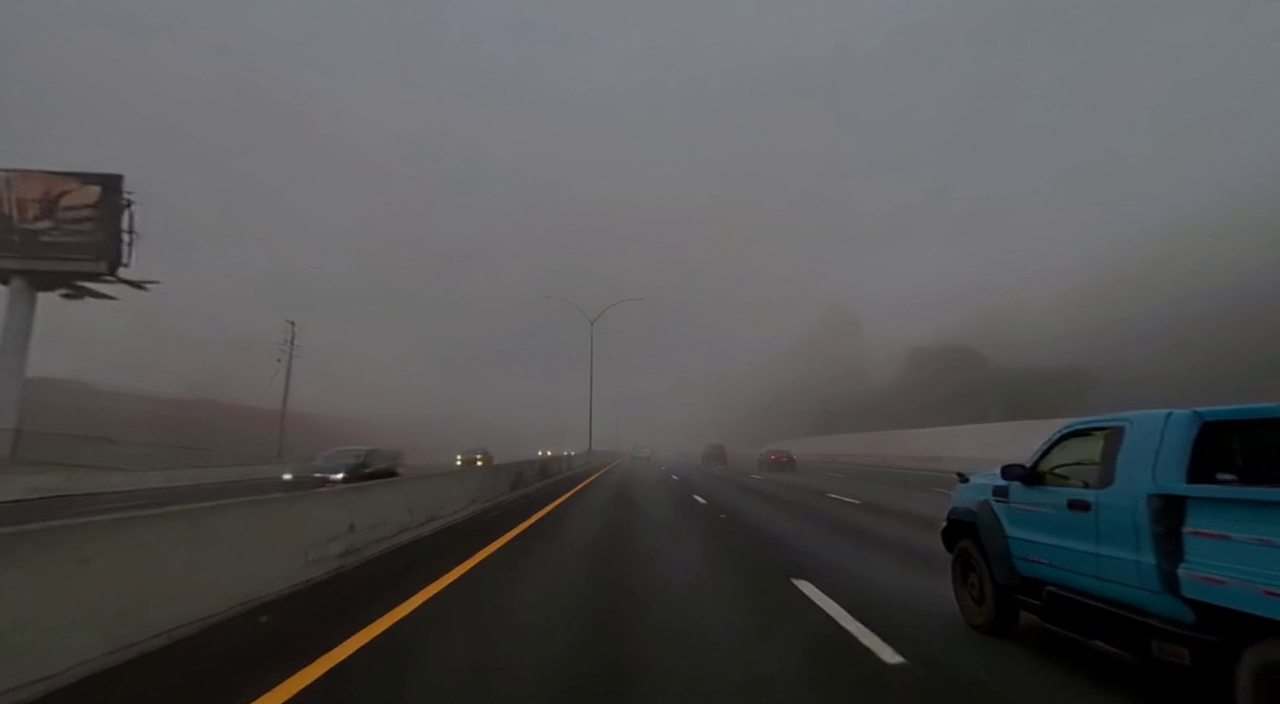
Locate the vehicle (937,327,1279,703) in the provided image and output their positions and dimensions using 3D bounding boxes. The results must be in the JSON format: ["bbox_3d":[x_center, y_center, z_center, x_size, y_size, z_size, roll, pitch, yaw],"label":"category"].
[{"bbox_3d":[3.231,0.814,2.450,1.973,1.710,4.476,0,-9,0],"label":"vehicle"}]

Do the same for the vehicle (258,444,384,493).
[{"bbox_3d":[-10.944,4.002,22.125,1.975,1.527,4.580,0,-9,1],"label":"vehicle"}]
